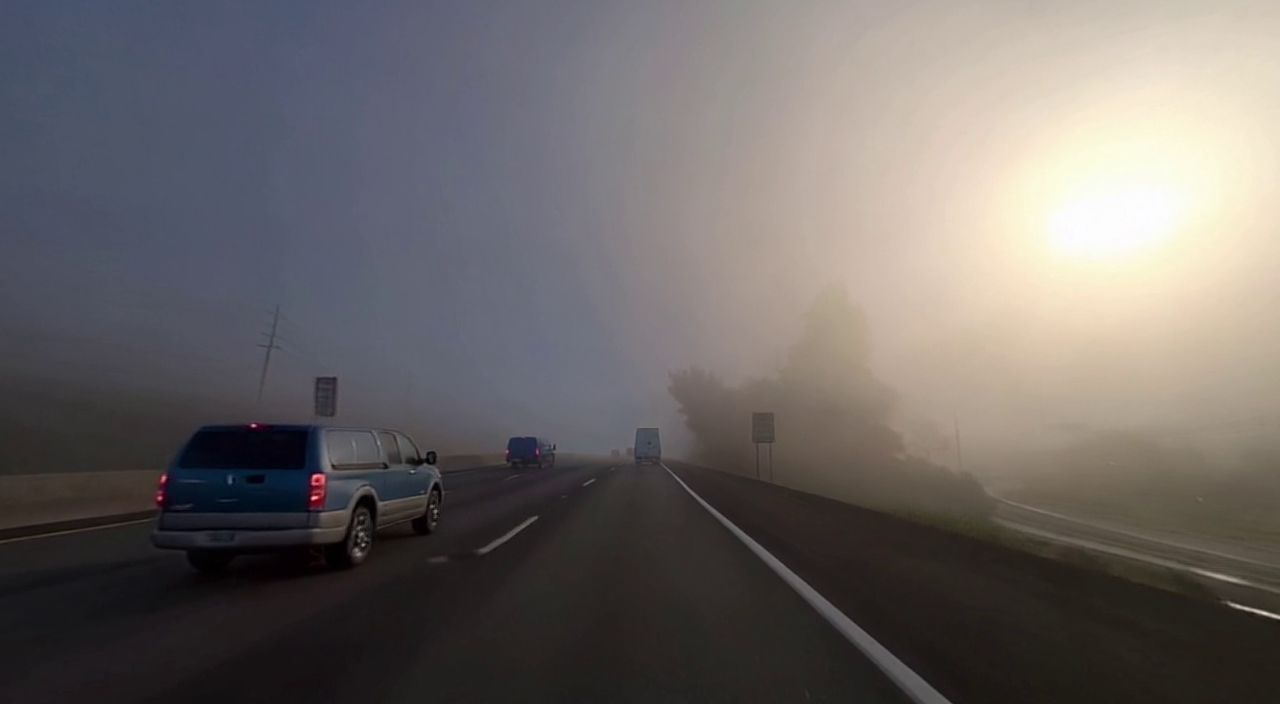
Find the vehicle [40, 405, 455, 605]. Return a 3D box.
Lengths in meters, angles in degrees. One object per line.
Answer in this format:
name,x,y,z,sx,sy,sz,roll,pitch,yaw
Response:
vehicle,-4.149,1.696,7.929,2.145,1.730,4.729,0,-9,0

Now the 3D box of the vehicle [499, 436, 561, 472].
vehicle,-6.884,6.511,40.263,2.695,2.084,6.836,0,-9,1

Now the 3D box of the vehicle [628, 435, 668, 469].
vehicle,0.574,7.239,45.623,2.692,2.279,5.695,0,-9,0
